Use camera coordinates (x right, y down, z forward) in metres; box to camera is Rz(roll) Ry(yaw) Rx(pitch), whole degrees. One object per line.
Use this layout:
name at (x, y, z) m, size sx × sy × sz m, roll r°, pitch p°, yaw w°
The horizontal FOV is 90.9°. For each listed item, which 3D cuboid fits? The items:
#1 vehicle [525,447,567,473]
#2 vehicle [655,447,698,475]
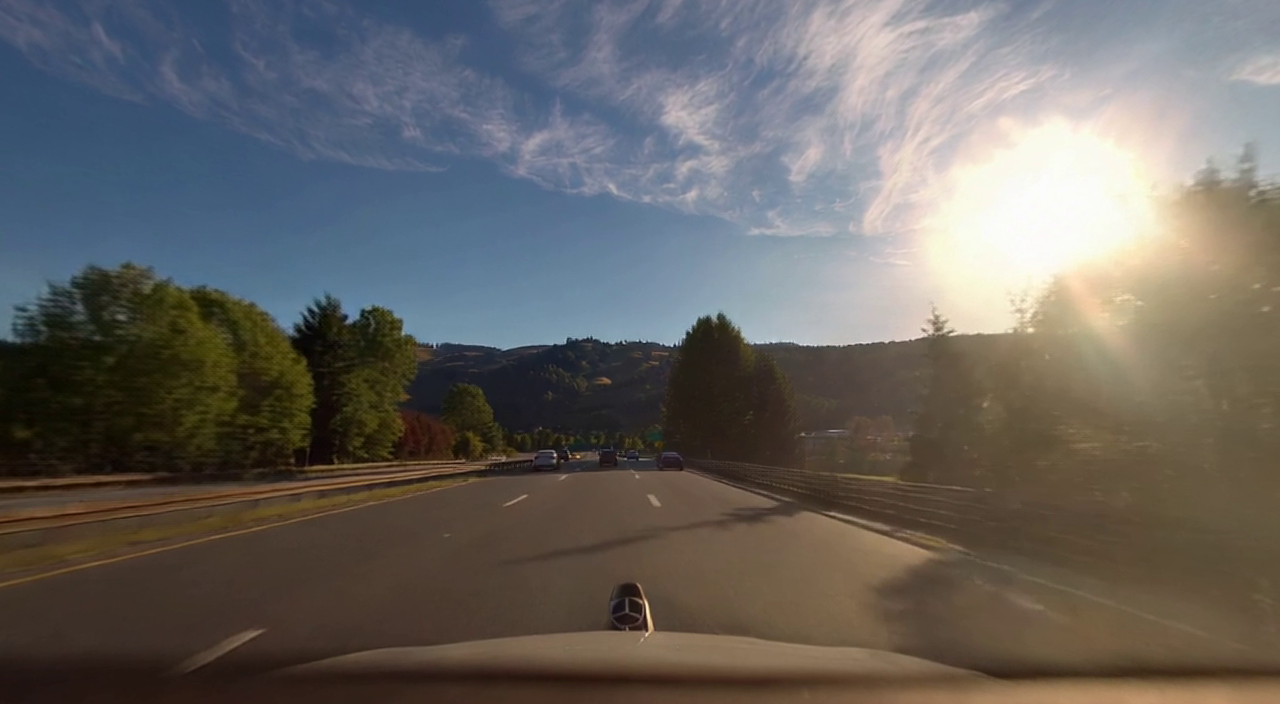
vehicle at (-5.560, 6.460, 37.745) m, size 1.955 × 1.468 × 3.637 m, roll 0°, pitch -9°, yaw -1°
vehicle at (2.013, 6.203, 35.997) m, size 2.019 × 1.475 × 4.301 m, roll 0°, pitch -9°, yaw -2°
